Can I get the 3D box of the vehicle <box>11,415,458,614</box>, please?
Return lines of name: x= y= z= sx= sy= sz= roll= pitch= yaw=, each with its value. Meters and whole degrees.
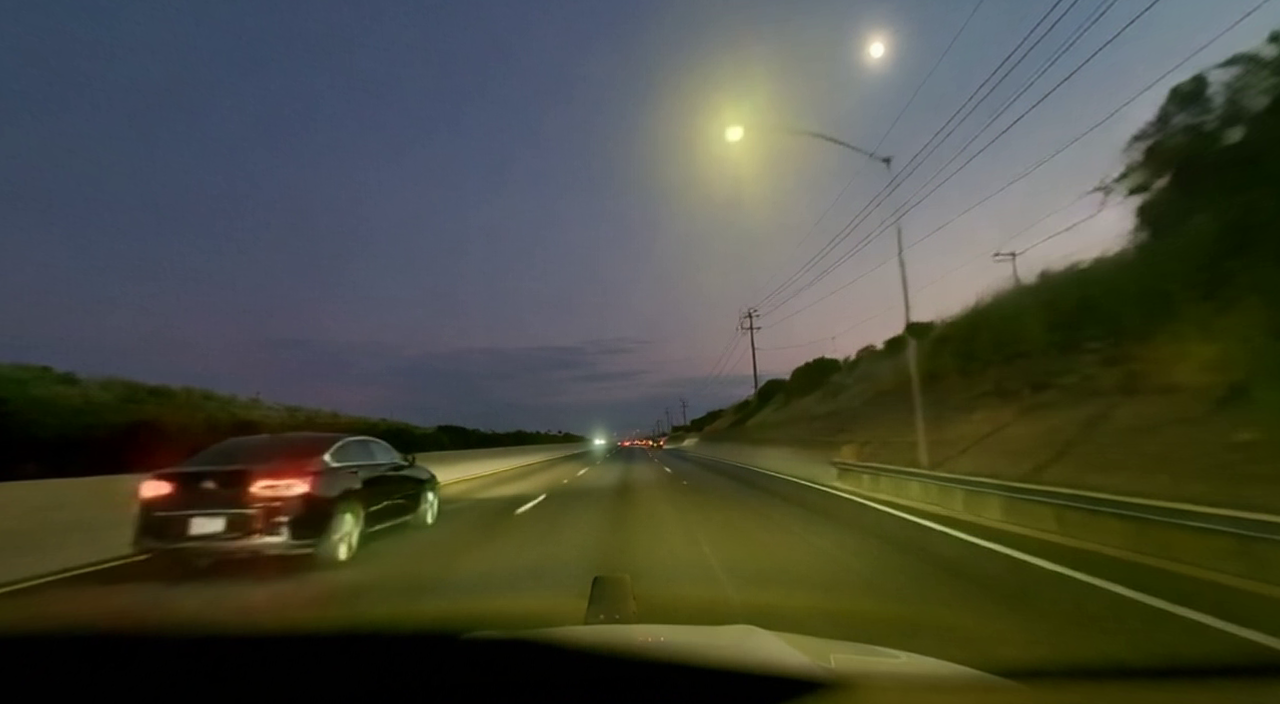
vehicle: x=-3.882 y=1.614 z=7.412 sx=2.016 sy=1.543 sz=4.870 roll=0 pitch=-8 yaw=0
